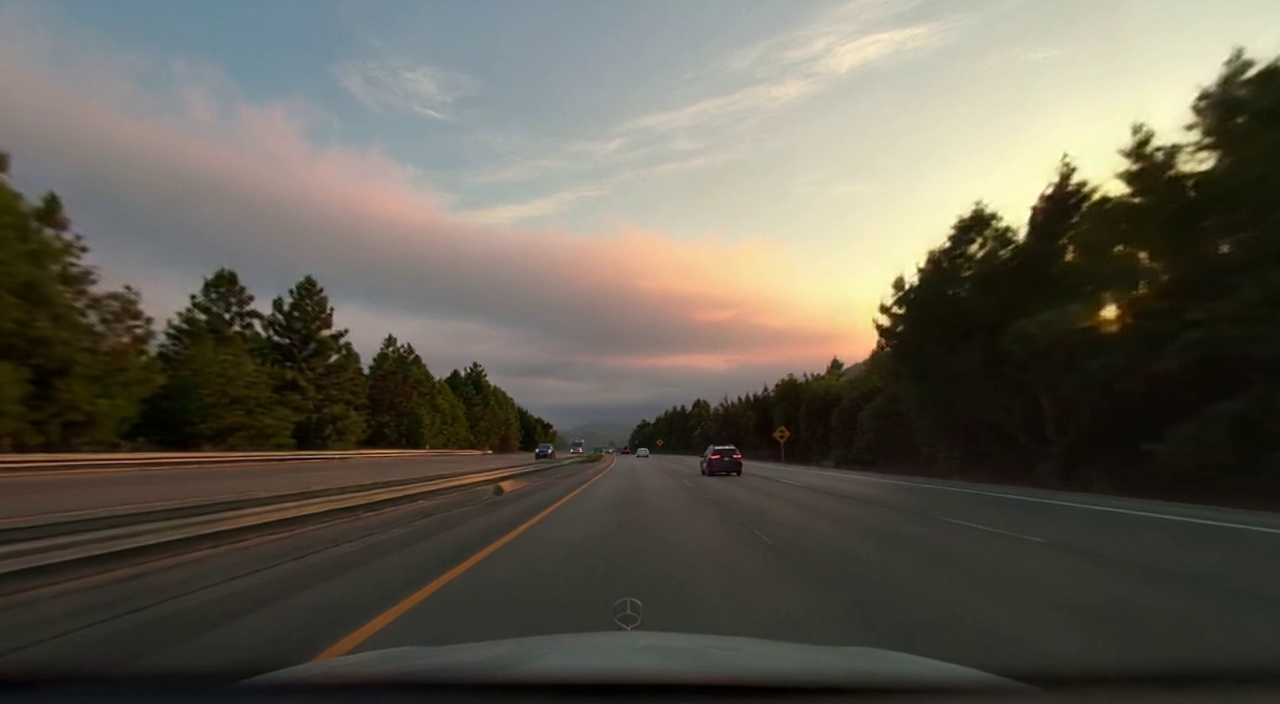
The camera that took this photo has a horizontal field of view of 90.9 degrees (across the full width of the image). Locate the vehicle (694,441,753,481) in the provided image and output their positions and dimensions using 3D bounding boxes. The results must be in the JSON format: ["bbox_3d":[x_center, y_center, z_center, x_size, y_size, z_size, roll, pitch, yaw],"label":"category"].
[{"bbox_3d":[3.693,4.903,28.693,1.933,1.663,4.440,0,-9,-2],"label":"vehicle"}]
